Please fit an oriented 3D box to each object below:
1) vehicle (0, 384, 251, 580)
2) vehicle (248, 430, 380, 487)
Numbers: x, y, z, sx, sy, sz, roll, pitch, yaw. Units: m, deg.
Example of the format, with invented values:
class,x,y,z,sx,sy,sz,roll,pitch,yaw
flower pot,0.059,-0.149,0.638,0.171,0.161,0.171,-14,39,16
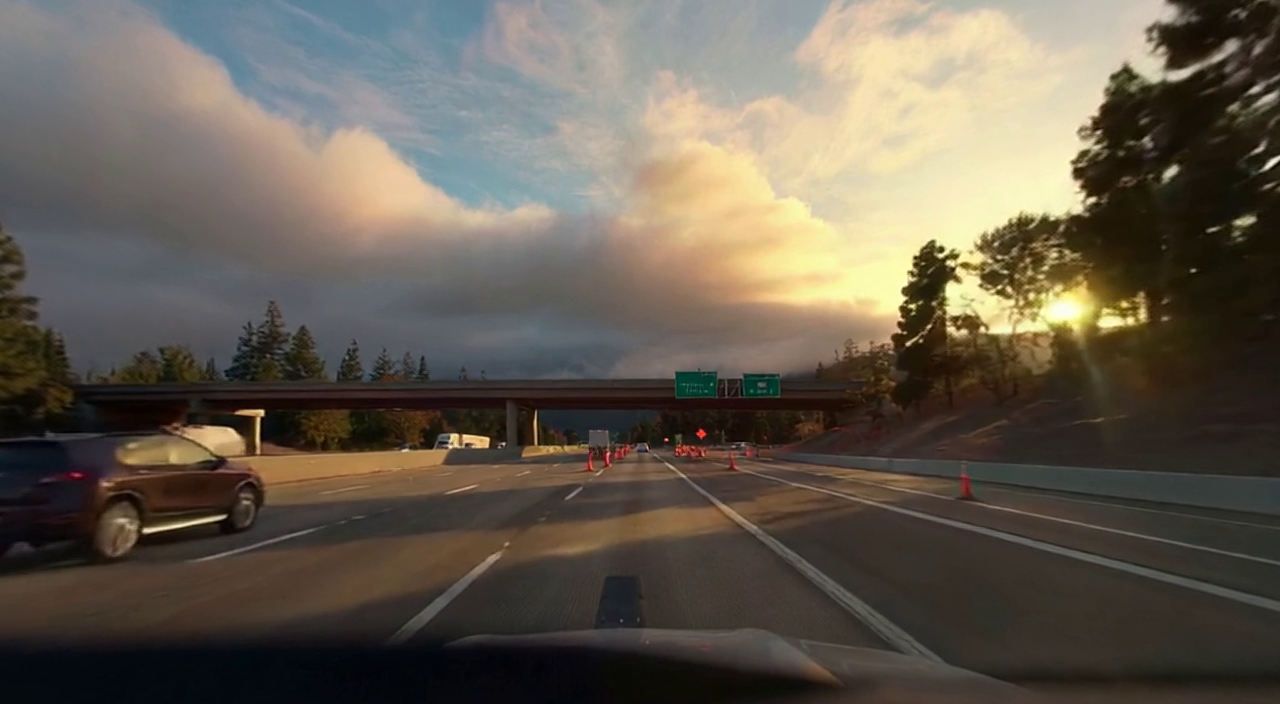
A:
class,x,y,z,sx,sy,sz,roll,pitch,yaw
vehicle,-6.890,1.348,6.853,2.103,1.775,4.966,0,-9,0
vehicle,-10.500,3.455,20.709,1.964,1.662,4.367,0,-8,0
